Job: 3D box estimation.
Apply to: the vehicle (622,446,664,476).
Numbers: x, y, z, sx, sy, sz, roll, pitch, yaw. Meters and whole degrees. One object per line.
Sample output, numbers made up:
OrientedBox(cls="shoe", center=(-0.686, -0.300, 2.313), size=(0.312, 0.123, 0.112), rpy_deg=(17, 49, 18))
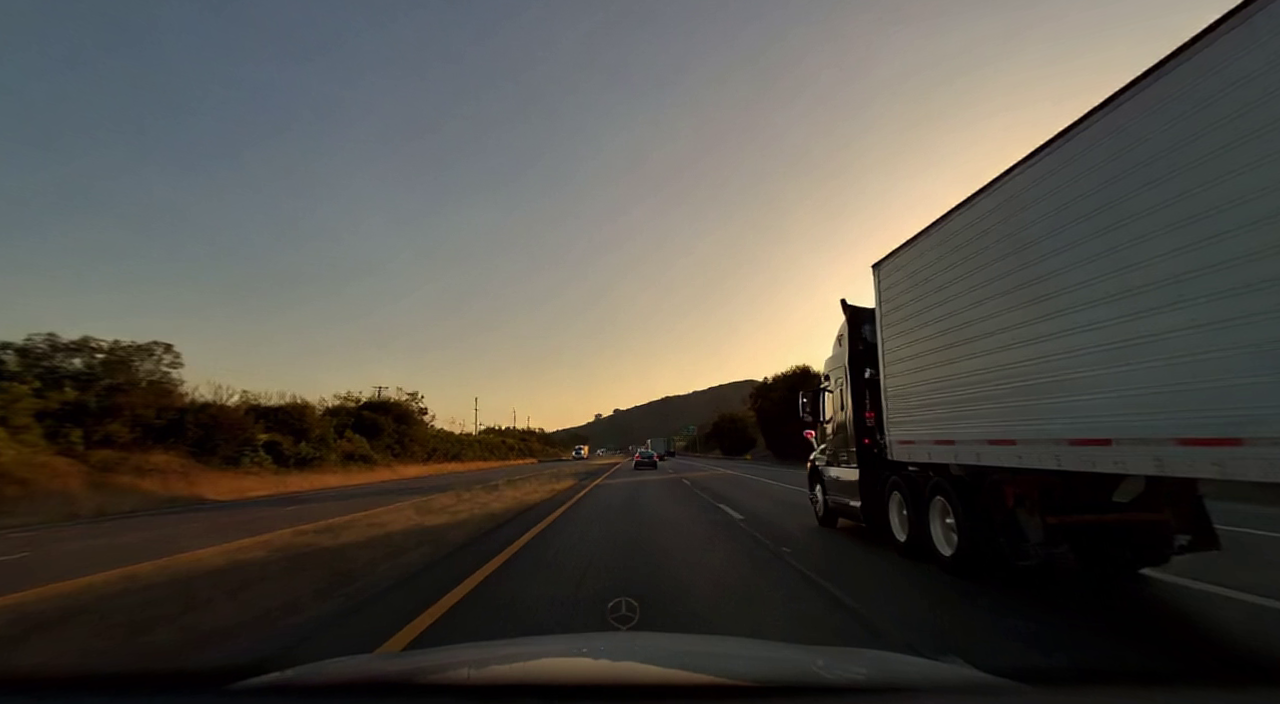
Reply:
OrientedBox(cls="vehicle", center=(0.136, 5.825, 33.603), size=(2.083, 1.473, 3.923), rpy_deg=(0, -9, 0))
